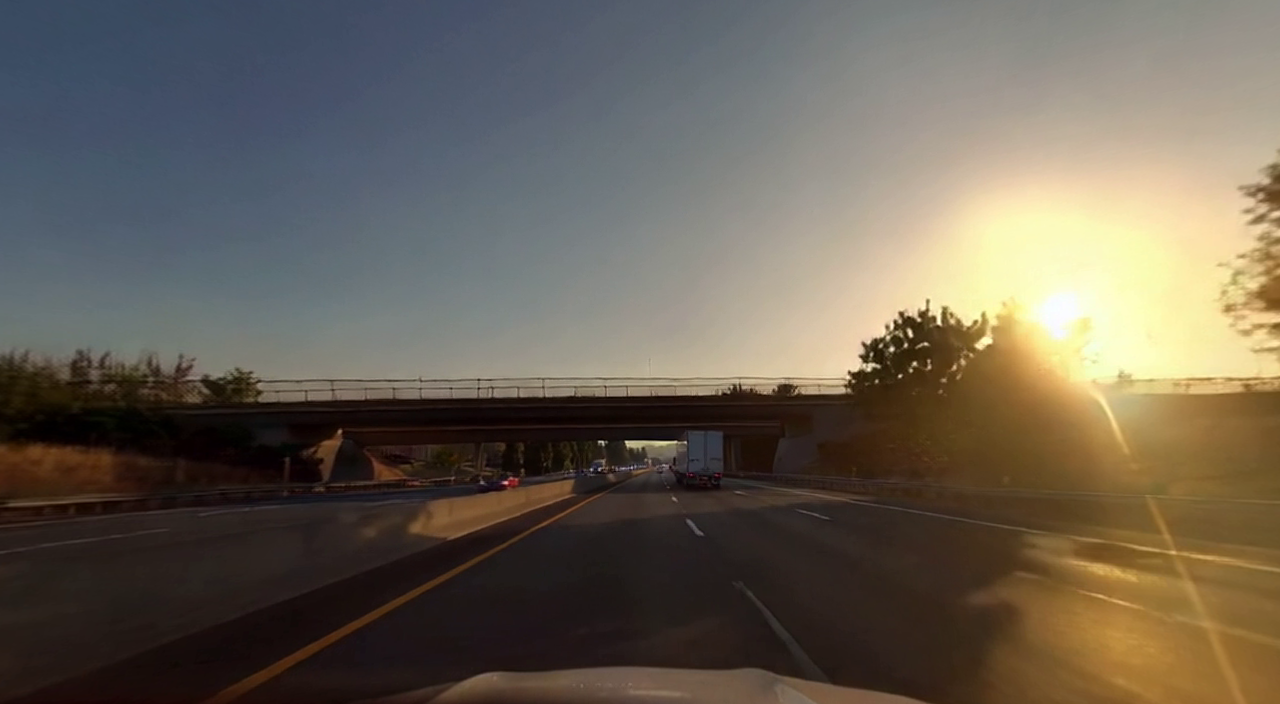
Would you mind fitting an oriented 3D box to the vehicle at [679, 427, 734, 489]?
[{"bbox_3d":[4.793,8.146,47.963,3.054,4.005,11.895,1,-11,1],"label":"vehicle"}]
